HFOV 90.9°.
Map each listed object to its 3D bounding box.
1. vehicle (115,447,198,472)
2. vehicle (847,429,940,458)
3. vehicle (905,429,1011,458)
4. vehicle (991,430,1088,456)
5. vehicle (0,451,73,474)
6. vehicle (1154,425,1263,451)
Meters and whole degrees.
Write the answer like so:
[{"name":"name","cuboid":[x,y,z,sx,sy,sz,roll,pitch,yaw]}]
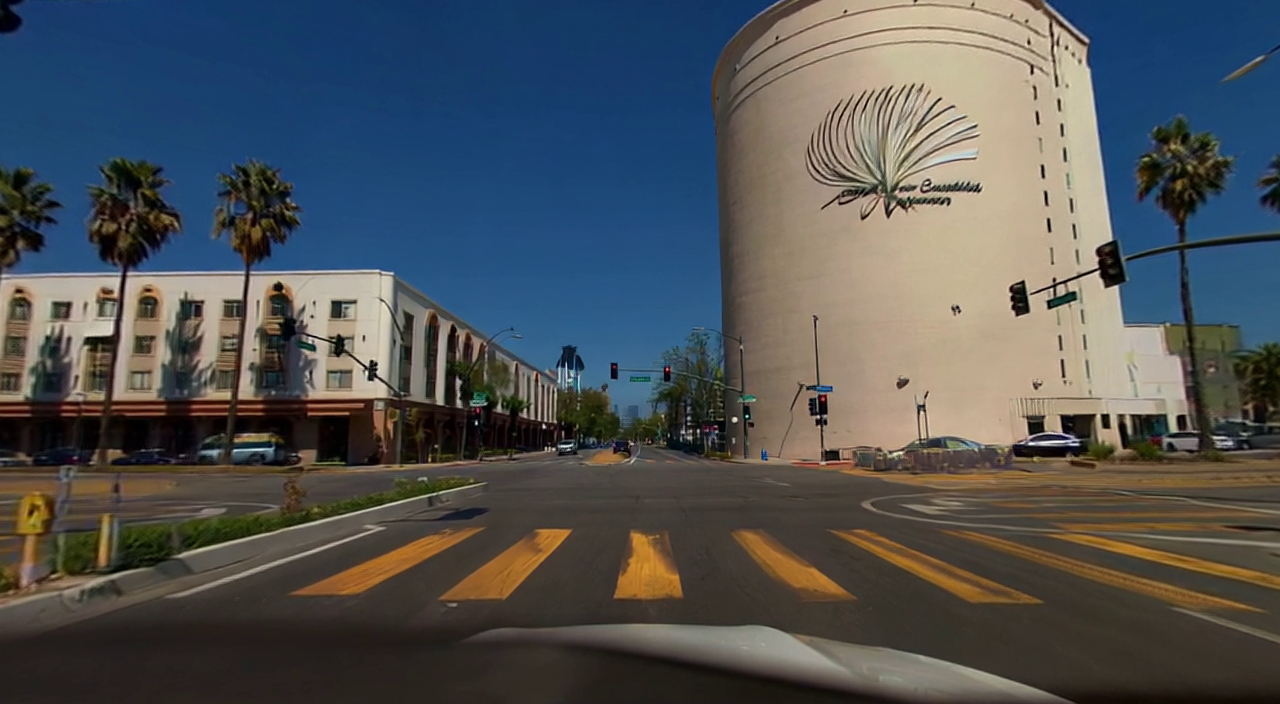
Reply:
[{"name":"vehicle","cuboid":[-33.092,7.339,43.227,4.136,1.661,1.857,0,-8,1]},{"name":"vehicle","cuboid":[14.989,5.445,37.416,4.648,1.665,1.910,0,-8,0]},{"name":"vehicle","cuboid":[16.909,4.891,33.694,4.684,1.461,1.777,0,-8,-1]},{"name":"vehicle","cuboid":[23.508,5.358,37.167,4.423,1.465,1.798,0,-8,1]},{"name":"vehicle","cuboid":[-41.671,7.563,43.242,3.698,1.467,1.779,0,-8,1]},{"name":"vehicle","cuboid":[33.165,5.061,36.826,4.567,1.458,1.791,0,-8,0]}]
